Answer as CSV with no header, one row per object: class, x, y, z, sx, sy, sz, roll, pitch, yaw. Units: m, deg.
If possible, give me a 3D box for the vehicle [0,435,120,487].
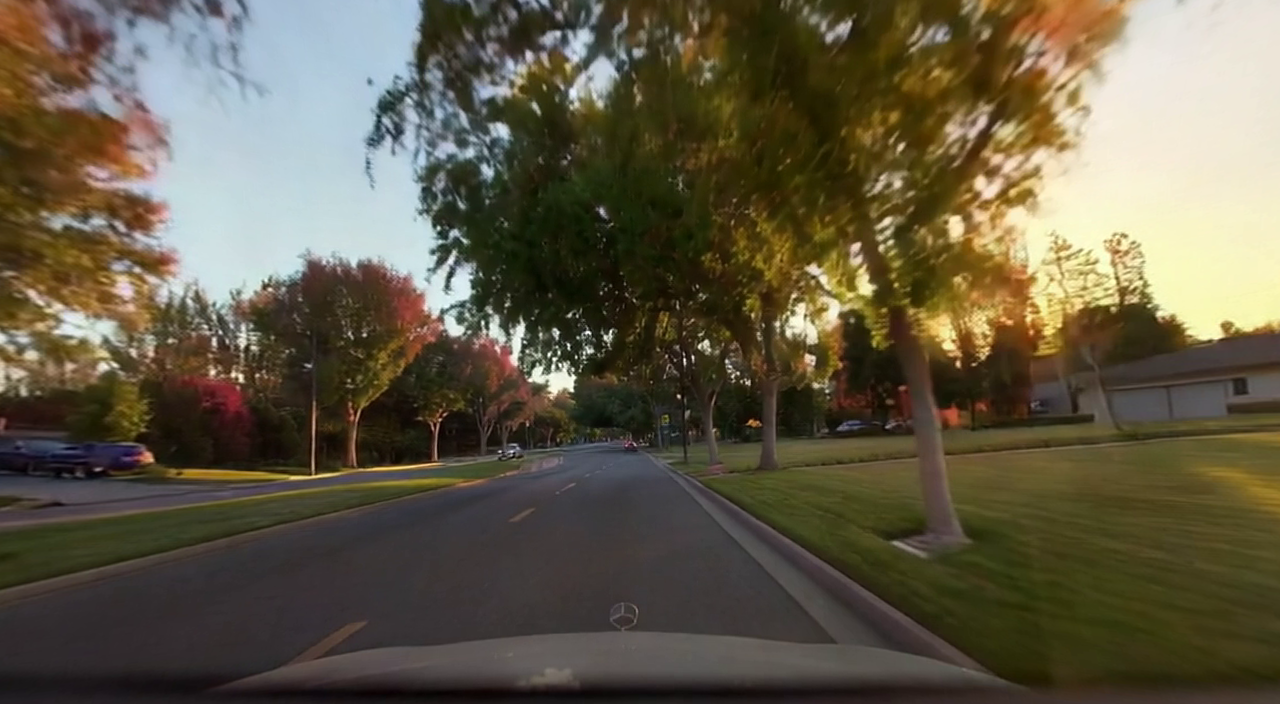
vehicle,-24.679,4.373,25.524,5.409,1.967,2.123,0,-8,-1
